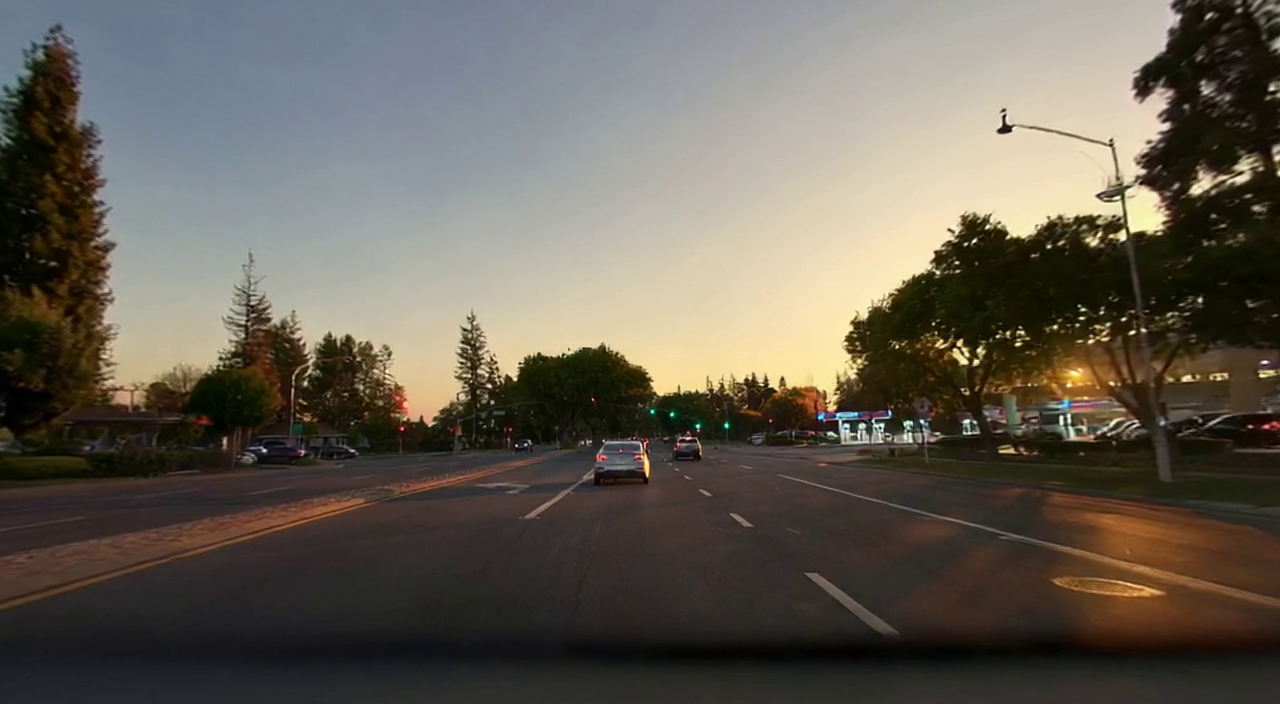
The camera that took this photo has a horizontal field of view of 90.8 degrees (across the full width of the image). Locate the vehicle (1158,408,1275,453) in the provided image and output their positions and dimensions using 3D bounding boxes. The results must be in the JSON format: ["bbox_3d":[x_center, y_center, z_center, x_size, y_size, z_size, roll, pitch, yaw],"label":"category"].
[{"bbox_3d":[34.383,4.777,37.930,2.198,2.514,5.038,0,-8,2],"label":"vehicle"}]

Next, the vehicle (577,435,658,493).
[{"bbox_3d":[-0.579,3.126,17.900,2.040,1.451,3.736,0,-8,0],"label":"vehicle"}]

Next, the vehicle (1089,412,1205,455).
[{"bbox_3d":[30.347,4.967,38.101,2.305,2.369,5.485,0,-8,-1],"label":"vehicle"}]
